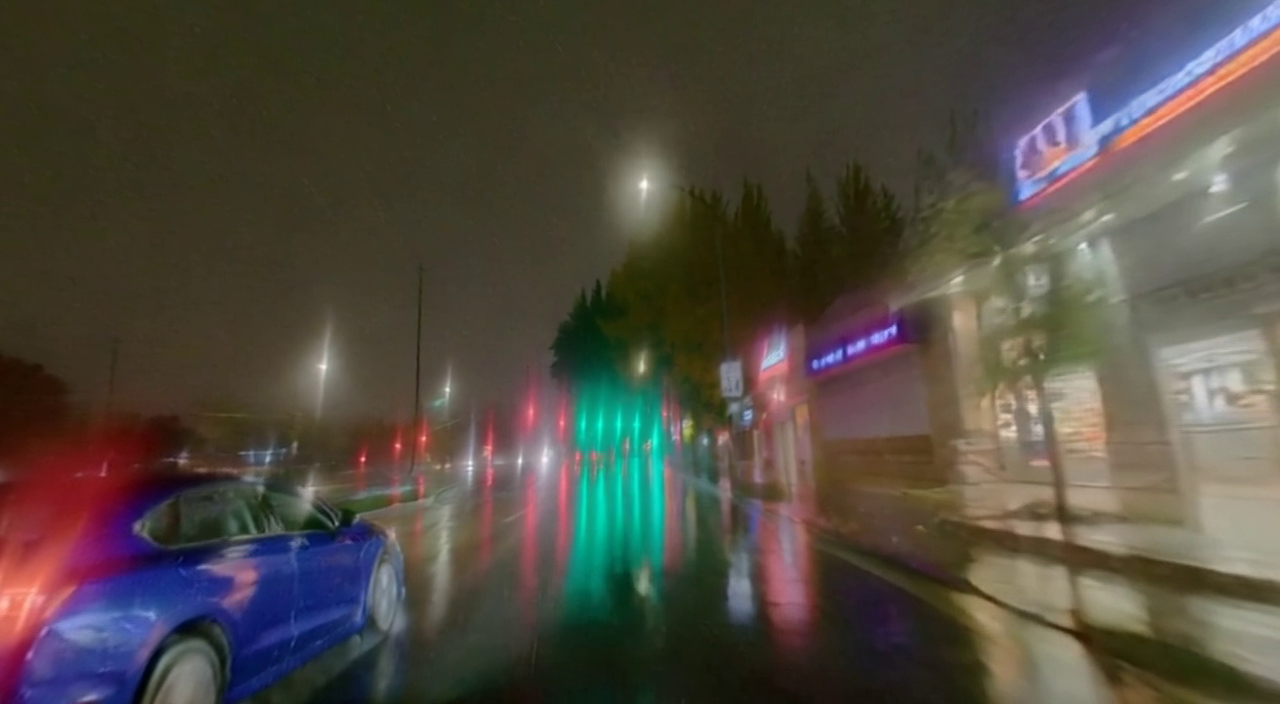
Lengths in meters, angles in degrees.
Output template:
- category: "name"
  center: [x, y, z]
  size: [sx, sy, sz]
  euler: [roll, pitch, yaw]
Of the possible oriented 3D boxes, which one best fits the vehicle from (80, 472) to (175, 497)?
- category: "vehicle"
  center: [-35.255, 9.137, 43.533]
  size: [4.614, 1.534, 2.229]
  euler: [-1, -8, 3]
